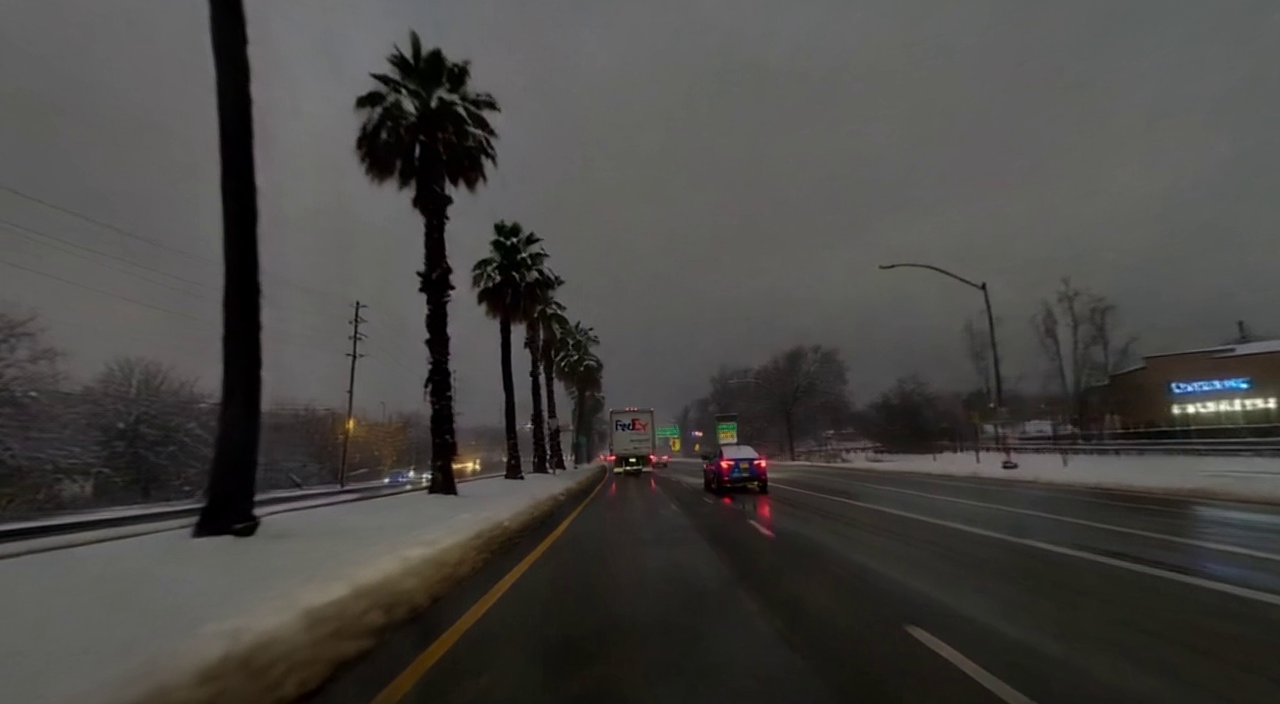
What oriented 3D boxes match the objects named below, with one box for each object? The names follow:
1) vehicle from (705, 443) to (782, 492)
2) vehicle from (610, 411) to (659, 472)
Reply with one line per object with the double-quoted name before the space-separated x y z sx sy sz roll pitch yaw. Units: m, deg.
"vehicle" 3.522 4.023 22.245 1.966 1.558 4.238 0 -9 -1
"vehicle" -0.516 6.930 48.342 3.243 4.134 11.656 0 -9 -1
